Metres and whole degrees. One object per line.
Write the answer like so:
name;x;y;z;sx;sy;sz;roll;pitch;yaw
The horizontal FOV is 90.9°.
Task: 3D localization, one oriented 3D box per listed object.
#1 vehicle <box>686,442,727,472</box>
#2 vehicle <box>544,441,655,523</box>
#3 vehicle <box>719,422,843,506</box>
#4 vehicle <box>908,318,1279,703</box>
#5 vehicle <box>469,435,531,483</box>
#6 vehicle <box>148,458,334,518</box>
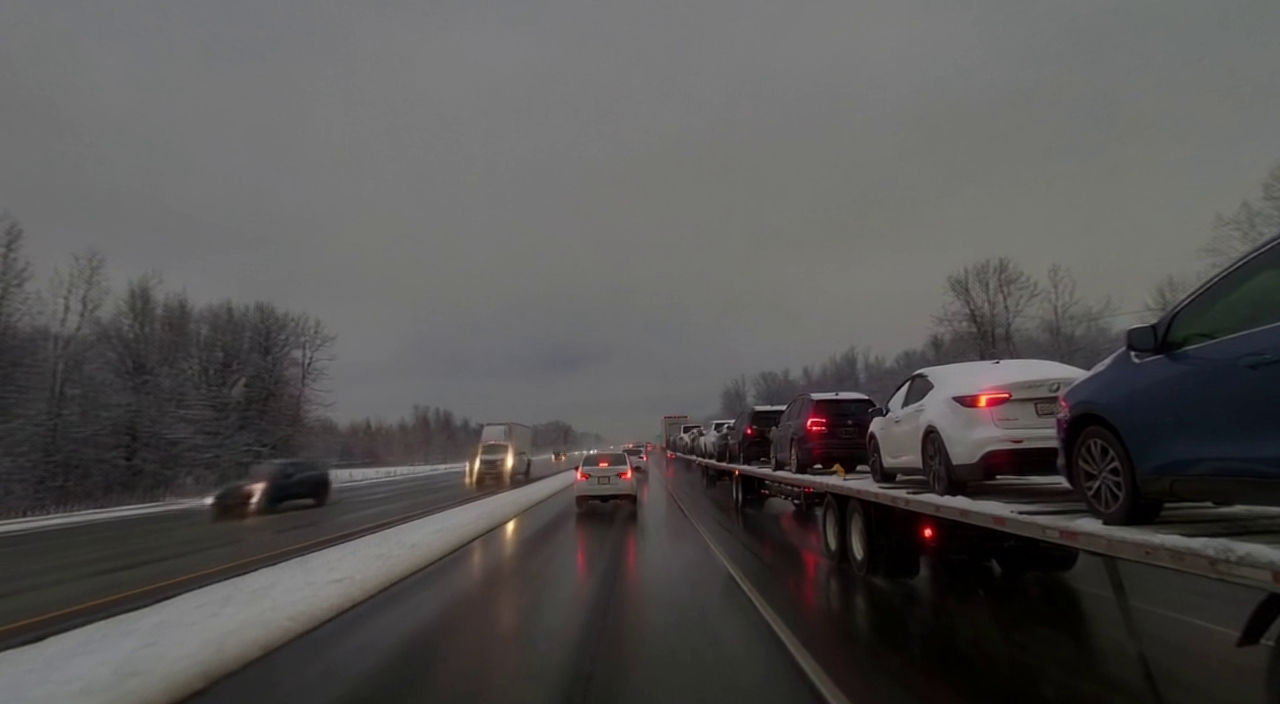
vehicle;3.854;6.185;37.217;1.938;1.660;4.223;0;-9;-1
vehicle;-0.712;2.644;13.258;1.991;1.466;3.675;0;-9;0
vehicle;3.469;2.878;16.421;2.303;1.889;3.920;0;-9;0
vehicle;3.492;0.937;3.573;1.959;1.783;4.407;0;-9;0
vehicle;-8.277;6.390;37.976;2.385;2.627;5.771;0;-9;0
vehicle;-11.811;4.039;19.235;2.431;1.508;4.935;0;-9;0
